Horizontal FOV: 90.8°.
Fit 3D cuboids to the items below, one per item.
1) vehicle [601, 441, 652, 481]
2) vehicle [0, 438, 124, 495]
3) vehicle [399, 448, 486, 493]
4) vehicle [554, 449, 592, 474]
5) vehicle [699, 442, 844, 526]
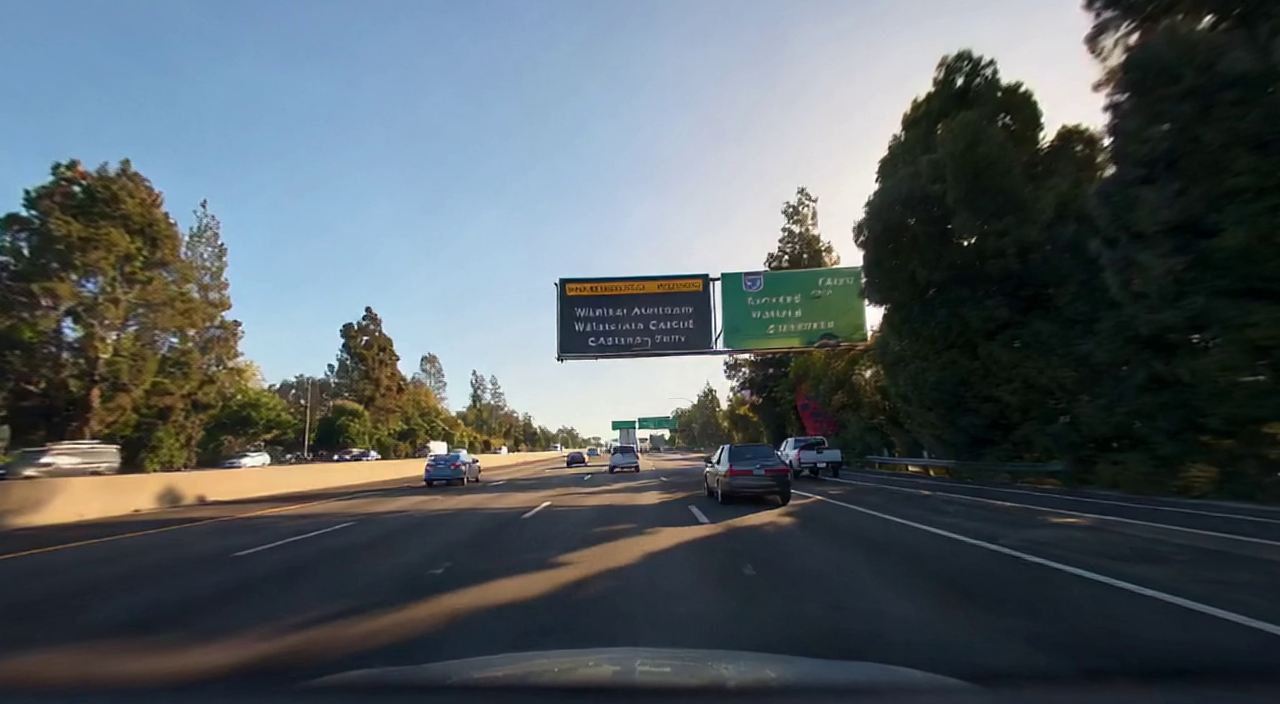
[{"bbox_3d":[-0.620,5.327,31.156,2.323,1.805,4.729,0,-8,0],"label":"vehicle"},{"bbox_3d":[-19.460,3.614,20.309,1.878,1.620,4.561,0,-8,-1],"label":"vehicle"},{"bbox_3d":[-7.377,4.433,24.051,1.920,1.482,4.385,0,-8,0],"label":"vehicle"},{"bbox_3d":[-4.216,6.951,40.355,1.935,1.487,4.076,0,-8,0],"label":"vehicle"},{"bbox_3d":[2.522,2.646,13.317,2.011,1.462,4.286,0,-8,-1],"label":"vehicle"}]
